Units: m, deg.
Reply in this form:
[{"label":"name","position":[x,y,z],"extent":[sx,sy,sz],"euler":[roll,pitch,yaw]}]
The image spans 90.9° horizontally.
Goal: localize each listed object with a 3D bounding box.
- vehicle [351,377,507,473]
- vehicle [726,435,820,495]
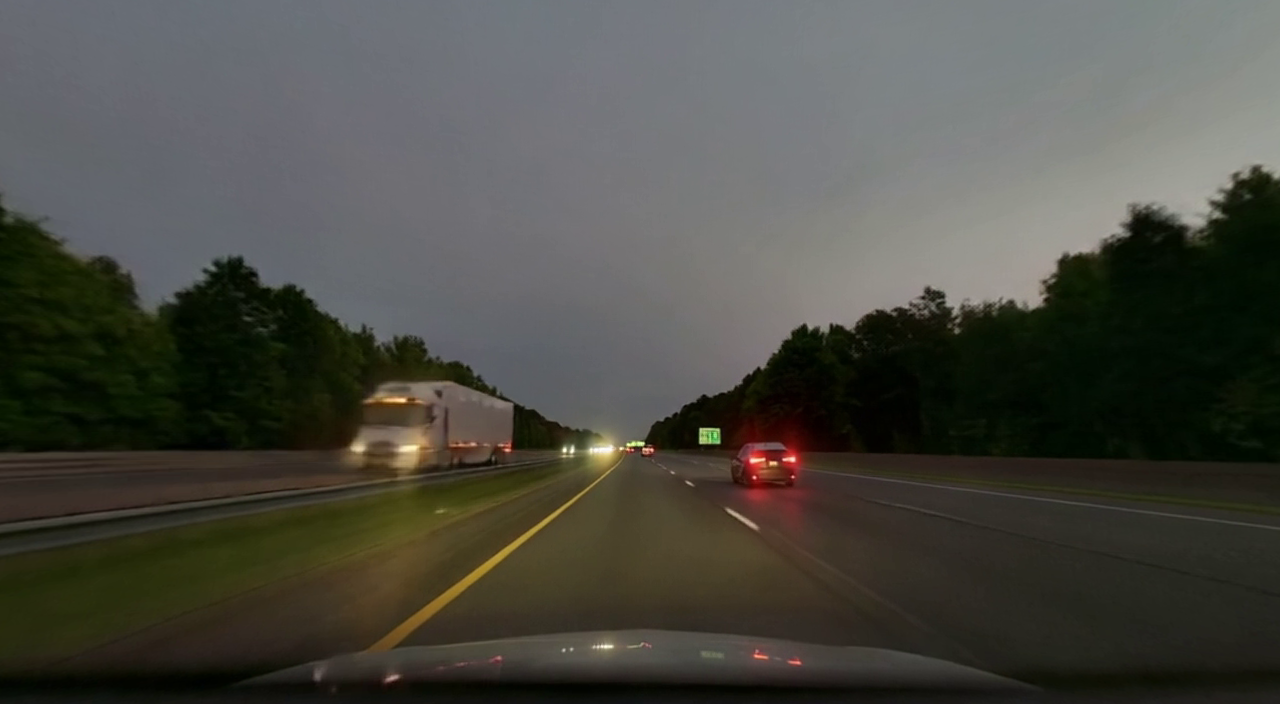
[{"label":"vehicle","position":[-9.409,3.774,30.616],"extent":[3.048,3.633,13.591],"euler":[0,-9,-1]},{"label":"vehicle","position":[4.084,3.561,20.175],"extent":[1.933,1.663,4.440],"euler":[0,-9,-1]}]
